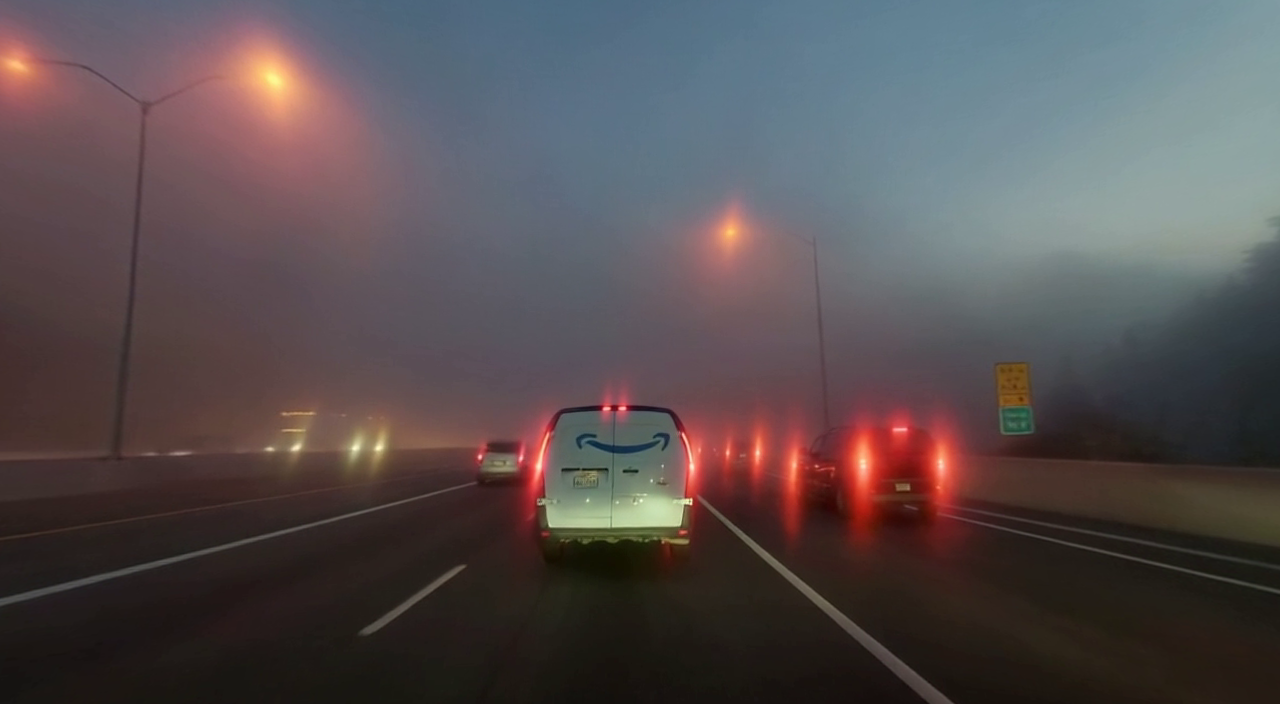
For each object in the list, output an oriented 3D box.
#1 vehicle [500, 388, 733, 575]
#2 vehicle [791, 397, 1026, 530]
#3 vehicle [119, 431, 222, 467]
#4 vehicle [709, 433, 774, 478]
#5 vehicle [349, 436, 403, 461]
[{"bbox_3d":[-0.198,1.603,8.479,2.287,1.823,4.369,0,-9,1],"label":"vehicle"},{"bbox_3d":[4.726,2.095,12.291,2.179,1.999,5.331,1,-9,-1],"label":"vehicle"},{"bbox_3d":[-19.333,4.010,26.112,1.541,1.399,3.472,1,-8,0],"label":"vehicle"},{"bbox_3d":[4.211,4.383,26.843,2.064,1.720,4.416,0,-9,1],"label":"vehicle"},{"bbox_3d":[-16.055,5.887,38.467,1.619,1.467,3.619,0,-8,1],"label":"vehicle"}]
